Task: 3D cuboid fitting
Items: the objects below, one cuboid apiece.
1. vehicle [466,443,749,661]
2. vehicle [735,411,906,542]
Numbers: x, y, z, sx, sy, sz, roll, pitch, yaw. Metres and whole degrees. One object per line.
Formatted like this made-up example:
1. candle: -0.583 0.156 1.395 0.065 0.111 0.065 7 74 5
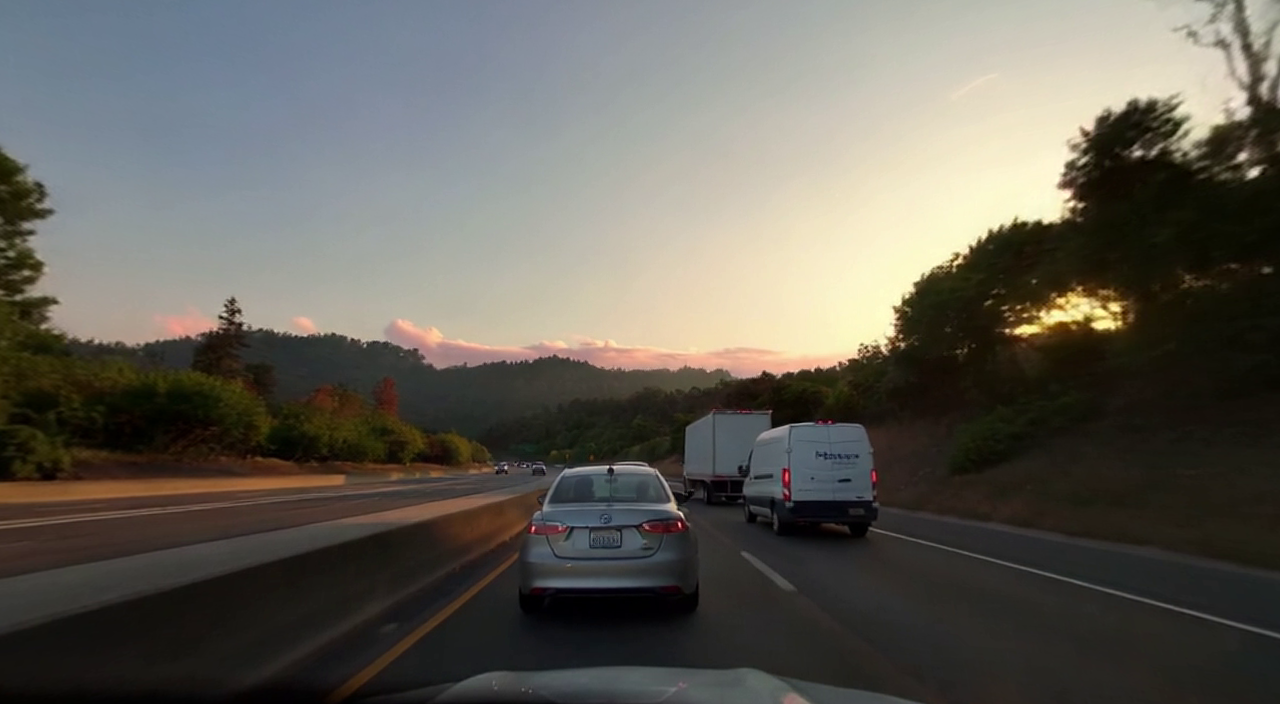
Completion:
1. vehicle: -0.254 1.733 6.212 1.980 1.493 3.410 1 -11 -1
2. vehicle: 3.987 2.955 15.196 2.328 2.537 5.290 1 -11 -2
